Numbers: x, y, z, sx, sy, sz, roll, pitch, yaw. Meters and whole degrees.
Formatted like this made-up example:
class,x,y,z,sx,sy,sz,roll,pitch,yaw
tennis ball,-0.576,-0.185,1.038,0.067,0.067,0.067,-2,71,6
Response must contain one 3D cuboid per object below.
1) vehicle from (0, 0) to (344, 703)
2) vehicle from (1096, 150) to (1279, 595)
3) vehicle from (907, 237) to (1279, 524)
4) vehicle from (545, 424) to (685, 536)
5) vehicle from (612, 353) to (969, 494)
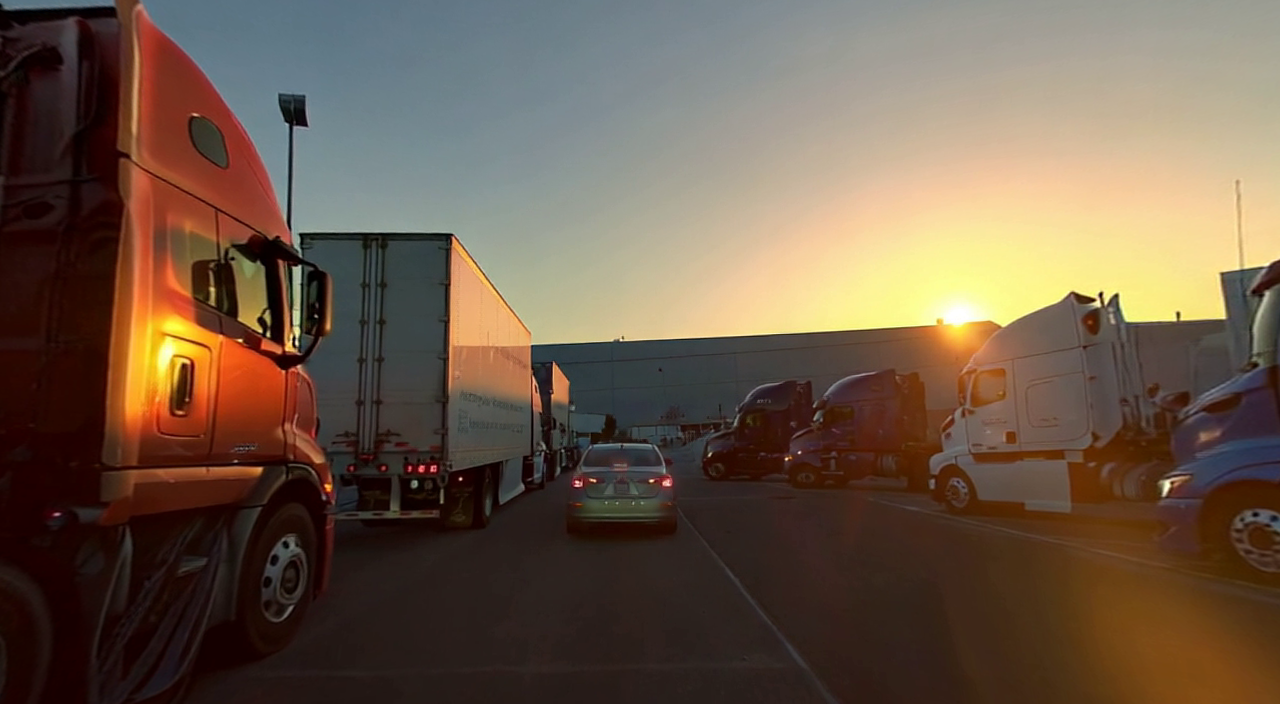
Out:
class,x,y,z,sx,sy,sz,roll,pitch,yaw
vehicle,-3.961,-0.170,0.643,2.986,3.391,9.523,0,-9,-2
vehicle,11.159,-0.340,3.272,13.564,4.152,3.110,-9,-12,42
vehicle,10.743,0.481,9.890,11.409,4.186,2.923,-8,-12,41
vehicle,-0.405,2.270,11.640,2.140,1.682,3.971,0,-9,-1
vehicle,4.614,3.035,24.811,2.877,4.124,14.516,4,-10,-41
